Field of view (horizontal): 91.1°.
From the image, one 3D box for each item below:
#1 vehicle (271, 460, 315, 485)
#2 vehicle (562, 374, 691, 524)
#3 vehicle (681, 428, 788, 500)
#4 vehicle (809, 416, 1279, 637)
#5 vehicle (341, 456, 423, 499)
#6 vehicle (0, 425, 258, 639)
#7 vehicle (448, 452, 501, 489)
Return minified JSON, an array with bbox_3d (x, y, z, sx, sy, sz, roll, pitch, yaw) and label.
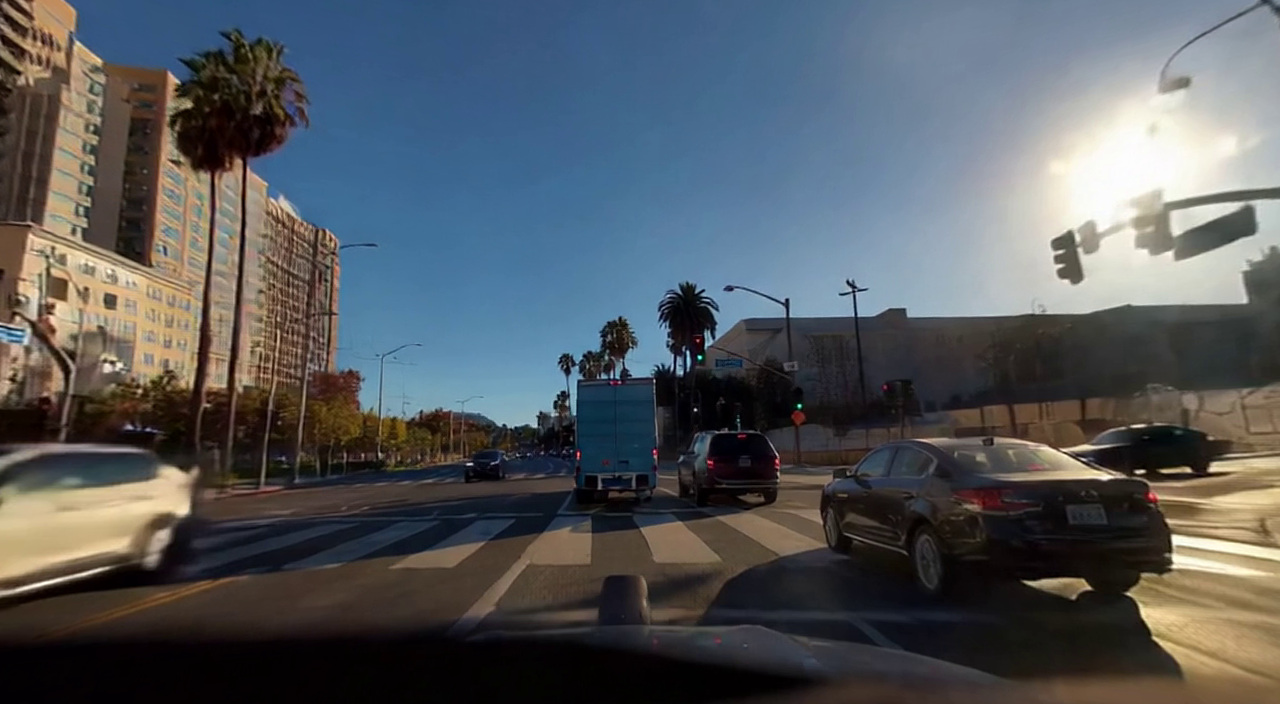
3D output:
[{"bbox_3d":[-26.671,9.244,48.375,1.974,1.597,4.606,1,-9,-17],"label":"vehicle"},{"bbox_3d":[-0.542,2.353,15.517,2.517,2.926,6.177,1,-9,-5],"label":"vehicle"},{"bbox_3d":[2.805,3.510,20.166,2.157,1.944,5.423,1,-9,-5],"label":"vehicle"},{"bbox_3d":[3.481,1.552,6.720,1.978,1.507,4.636,0,-9,-1],"label":"vehicle"},{"bbox_3d":[-10.611,5.133,26.154,1.983,1.543,4.188,1,-9,-6],"label":"vehicle"},{"bbox_3d":[-5.612,1.480,5.650,1.878,1.540,3.939,0,-9,-1],"label":"vehicle"},{"bbox_3d":[-7.802,5.589,29.975,1.810,1.546,3.981,1,-9,-6],"label":"vehicle"}]
